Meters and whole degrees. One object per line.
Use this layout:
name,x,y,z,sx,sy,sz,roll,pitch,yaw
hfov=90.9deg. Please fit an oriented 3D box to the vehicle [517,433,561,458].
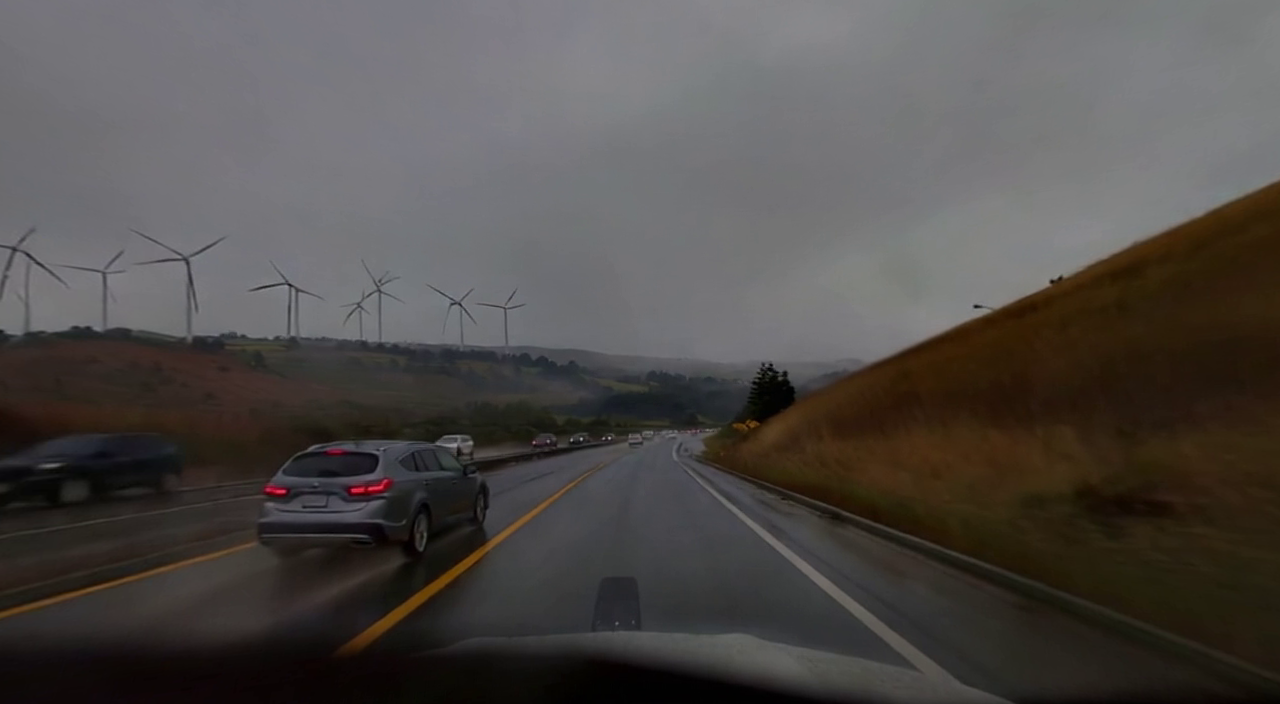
vehicle,-6.162,5.776,38.955,1.898,1.456,4.378,0,-8,2

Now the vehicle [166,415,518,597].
vehicle,-2.818,1.534,7.302,1.918,1.443,4.422,0,-8,0

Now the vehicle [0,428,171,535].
vehicle,-10.006,1.970,9.981,2.046,1.485,3.990,0,-8,0
